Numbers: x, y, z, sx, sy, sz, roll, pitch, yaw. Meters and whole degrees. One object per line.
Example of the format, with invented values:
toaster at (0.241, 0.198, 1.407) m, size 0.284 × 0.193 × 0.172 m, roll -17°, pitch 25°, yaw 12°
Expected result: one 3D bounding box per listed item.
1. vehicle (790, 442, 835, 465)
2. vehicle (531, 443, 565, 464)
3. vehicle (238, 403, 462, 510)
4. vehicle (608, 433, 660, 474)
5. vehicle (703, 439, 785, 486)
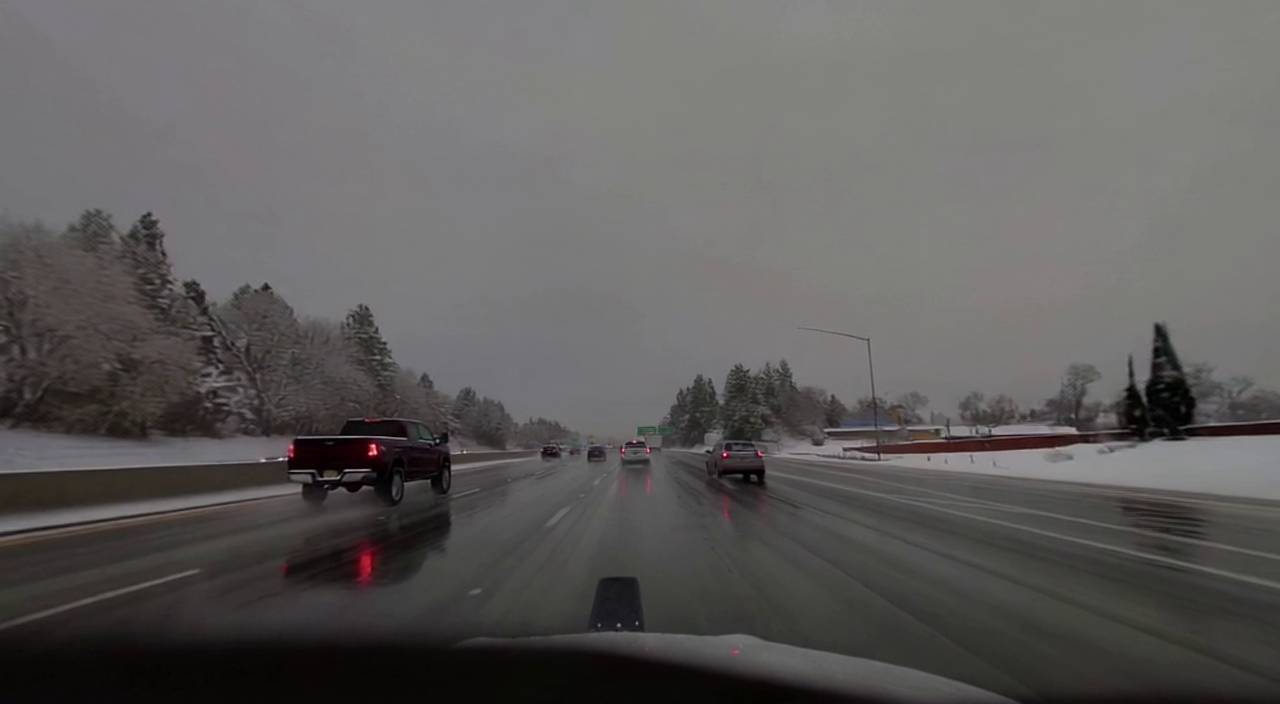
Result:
vehicle at (11.861, 6.984, 43.726) m, size 2.105 × 1.481 × 4.117 m, roll 0°, pitch -8°, yaw 2°
vehicle at (-6.887, 7.634, 47.684) m, size 1.920 × 1.482 × 4.385 m, roll 0°, pitch -8°, yaw 0°
vehicle at (-6.352, 2.433, 15.049) m, size 2.444 × 2.012 × 6.122 m, roll 0°, pitch -8°, yaw 0°
vehicle at (-0.294, 4.881, 30.596) m, size 2.323 × 1.805 × 4.729 m, roll 0°, pitch -8°, yaw 0°
vehicle at (3.472, 3.770, 21.923) m, size 2.011 × 1.462 × 4.286 m, roll 0°, pitch -8°, yaw -1°
